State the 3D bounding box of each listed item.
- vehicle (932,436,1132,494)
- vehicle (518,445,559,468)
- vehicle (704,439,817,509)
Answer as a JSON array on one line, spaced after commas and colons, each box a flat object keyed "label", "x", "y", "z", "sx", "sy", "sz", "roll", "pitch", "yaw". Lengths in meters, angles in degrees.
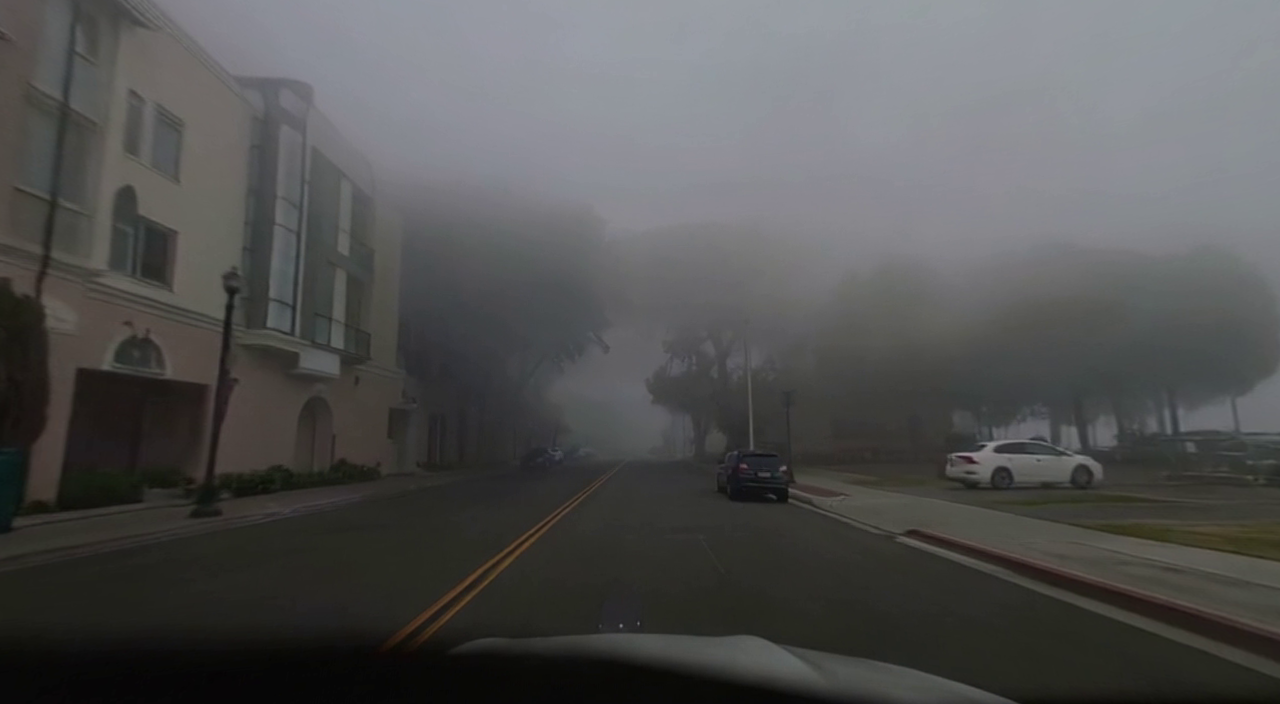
[{"label": "vehicle", "x": 11.956, "y": 3.469, "z": 19.518, "sx": 4.782, "sy": 1.657, "sz": 2.172, "roll": 1, "pitch": -9, "yaw": -4}, {"label": "vehicle", "x": -6.752, "y": 7.032, "z": 42.592, "sx": 2.142, "sy": 1.401, "sz": 4.477, "roll": 0, "pitch": -9, "yaw": -1}, {"label": "vehicle", "x": 2.920, "y": 3.040, "z": 16.260, "sx": 1.985, "sy": 1.543, "sz": 4.112, "roll": 1, "pitch": -8, "yaw": -2}]
